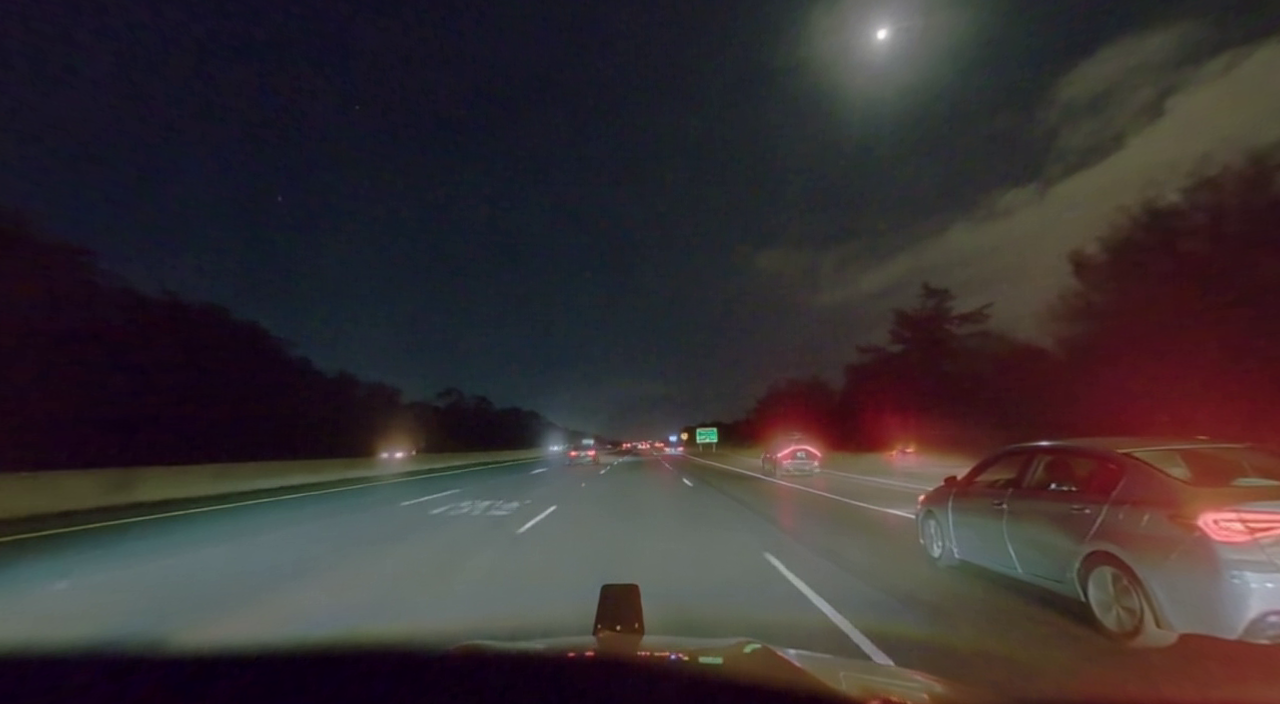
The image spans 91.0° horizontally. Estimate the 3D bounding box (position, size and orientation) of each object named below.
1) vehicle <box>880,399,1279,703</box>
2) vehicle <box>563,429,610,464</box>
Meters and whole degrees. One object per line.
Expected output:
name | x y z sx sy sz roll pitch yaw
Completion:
vehicle | 3.853 1.321 4.956 2.047 1.532 4.884 0 -9 1
vehicle | -3.502 6.408 42.696 2.496 2.203 6.317 0 -9 1
